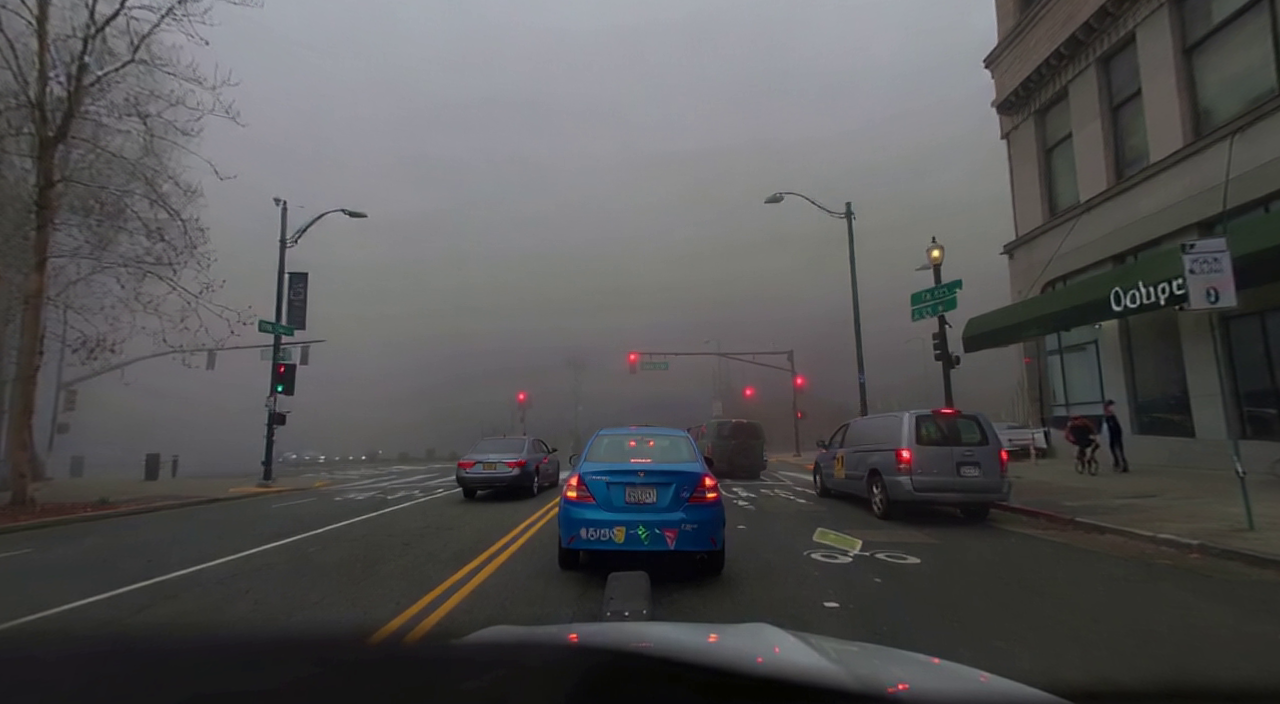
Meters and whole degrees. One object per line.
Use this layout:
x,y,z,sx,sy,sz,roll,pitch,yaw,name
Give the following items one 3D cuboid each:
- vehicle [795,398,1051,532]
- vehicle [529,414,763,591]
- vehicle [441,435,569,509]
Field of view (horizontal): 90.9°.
4.510,1.917,11.145,2.142,1.829,4.767,0,-9,-2,vehicle
0.039,1.653,7.713,2.091,1.557,4.000,0,-9,0,vehicle
-2.953,2.745,14.874,2.039,1.452,4.489,0,-9,0,vehicle
